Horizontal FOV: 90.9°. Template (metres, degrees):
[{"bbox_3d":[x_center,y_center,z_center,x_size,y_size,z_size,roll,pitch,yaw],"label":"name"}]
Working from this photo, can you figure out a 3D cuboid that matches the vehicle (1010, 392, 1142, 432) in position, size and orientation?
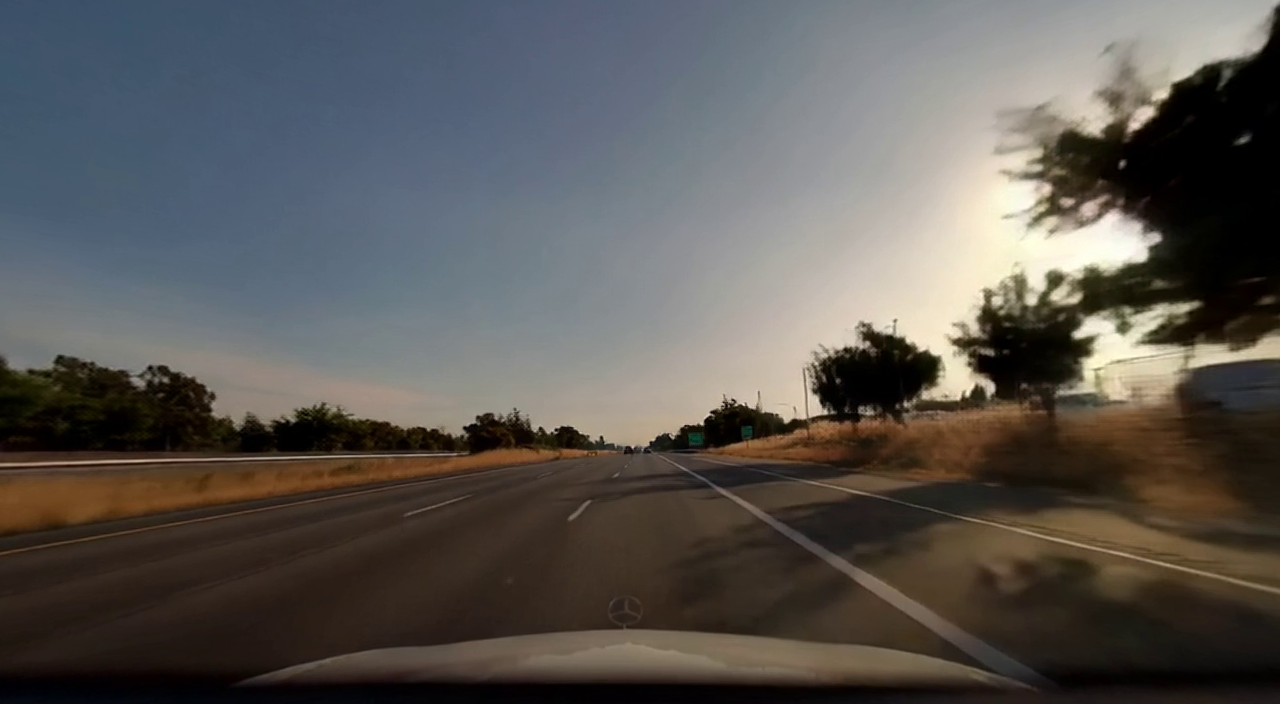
[{"bbox_3d":[18.514,2.619,27.070,4.331,1.505,1.792,-4,-9,26],"label":"vehicle"}]

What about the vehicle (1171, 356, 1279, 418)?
[{"bbox_3d":[18.082,0.974,17.774,4.366,1.571,1.844,-5,-9,28],"label":"vehicle"}]
